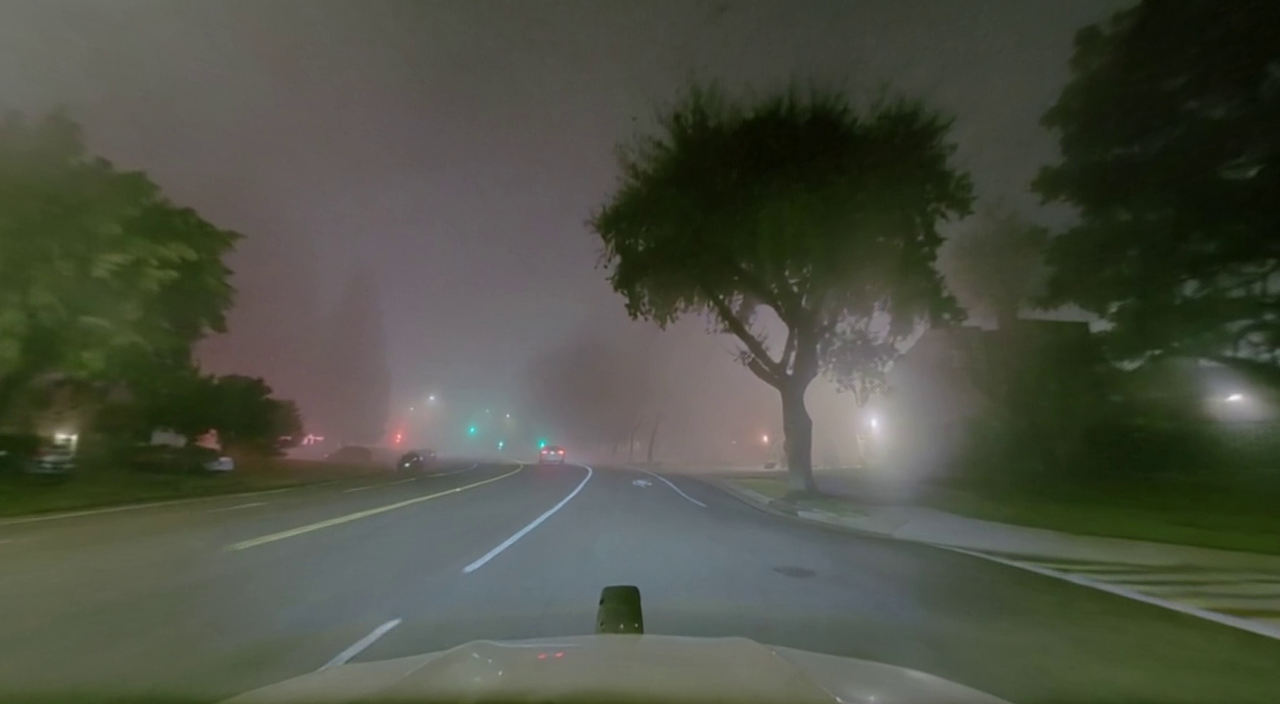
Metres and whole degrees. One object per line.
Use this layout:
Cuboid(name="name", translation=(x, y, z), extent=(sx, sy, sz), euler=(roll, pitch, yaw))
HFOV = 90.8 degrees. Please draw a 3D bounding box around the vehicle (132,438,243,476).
Cuboid(name="vehicle", translation=(-21.958, 5.095, 30.788), extent=(3.832, 1.683, 1.877), euler=(2, -9, -7))
